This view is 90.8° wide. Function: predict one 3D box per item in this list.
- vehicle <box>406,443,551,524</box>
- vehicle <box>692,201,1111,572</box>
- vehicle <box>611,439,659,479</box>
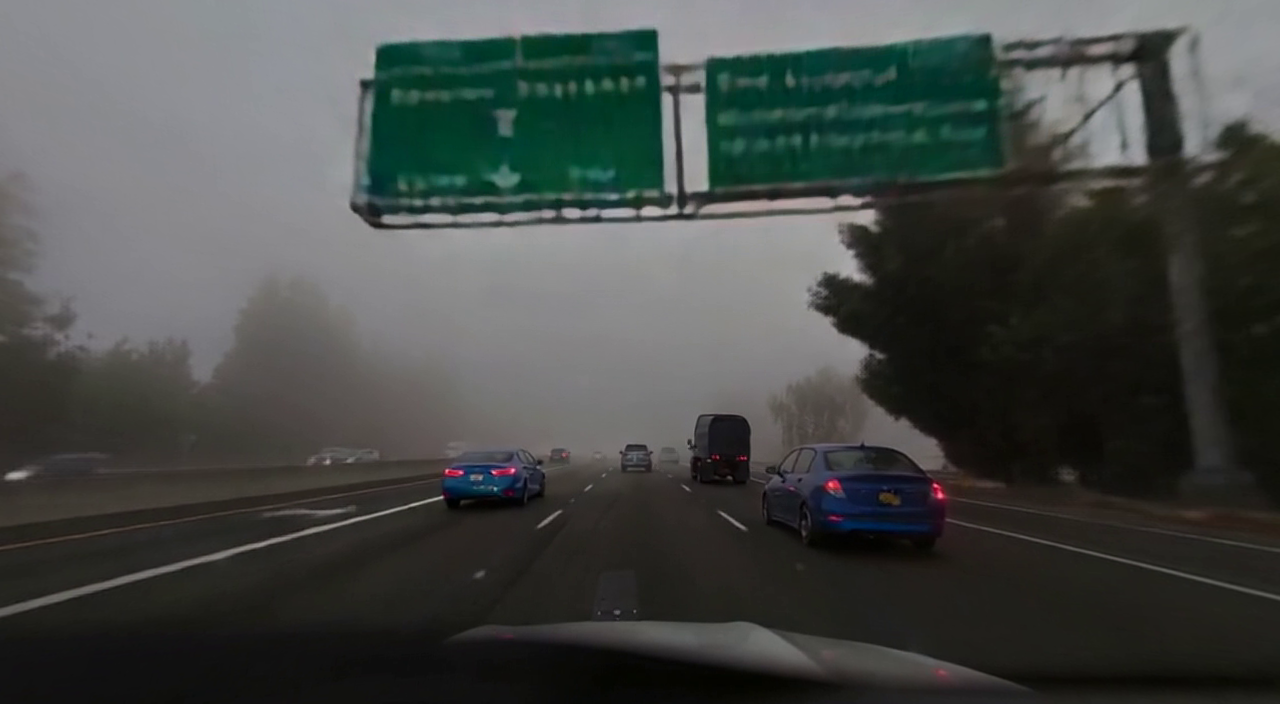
[{"bbox_3d":[-3.167,2.686,13.458,1.864,1.406,4.544,0,-9,0],"label":"vehicle"},{"bbox_3d":[3.410,1.451,14.428,2.876,4.086,15.117,0,-9,-1],"label":"vehicle"},{"bbox_3d":[-0.249,5.232,31.202,2.203,1.805,4.358,0,-9,0],"label":"vehicle"}]
